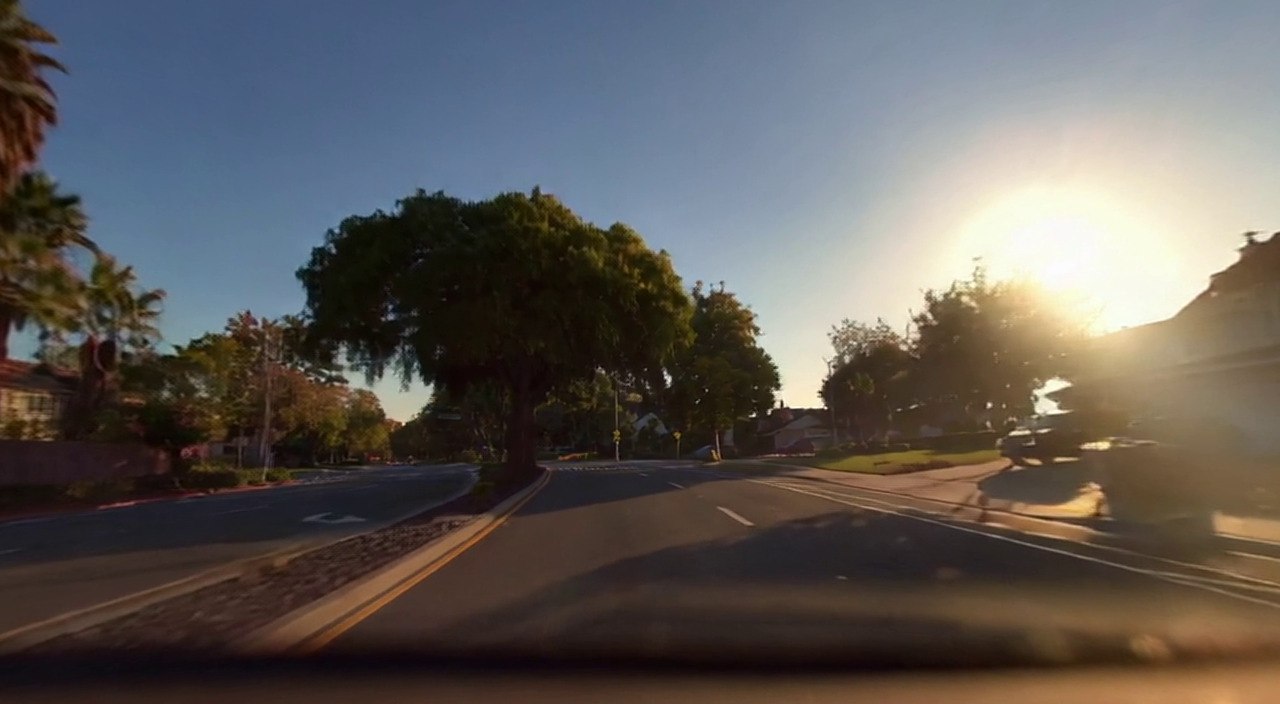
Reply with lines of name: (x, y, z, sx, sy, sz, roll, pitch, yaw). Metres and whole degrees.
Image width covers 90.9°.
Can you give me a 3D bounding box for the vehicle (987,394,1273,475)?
vehicle: (13.871, 2.487, 18.485, 6.051, 2.092, 2.231, -3, -11, 19)
